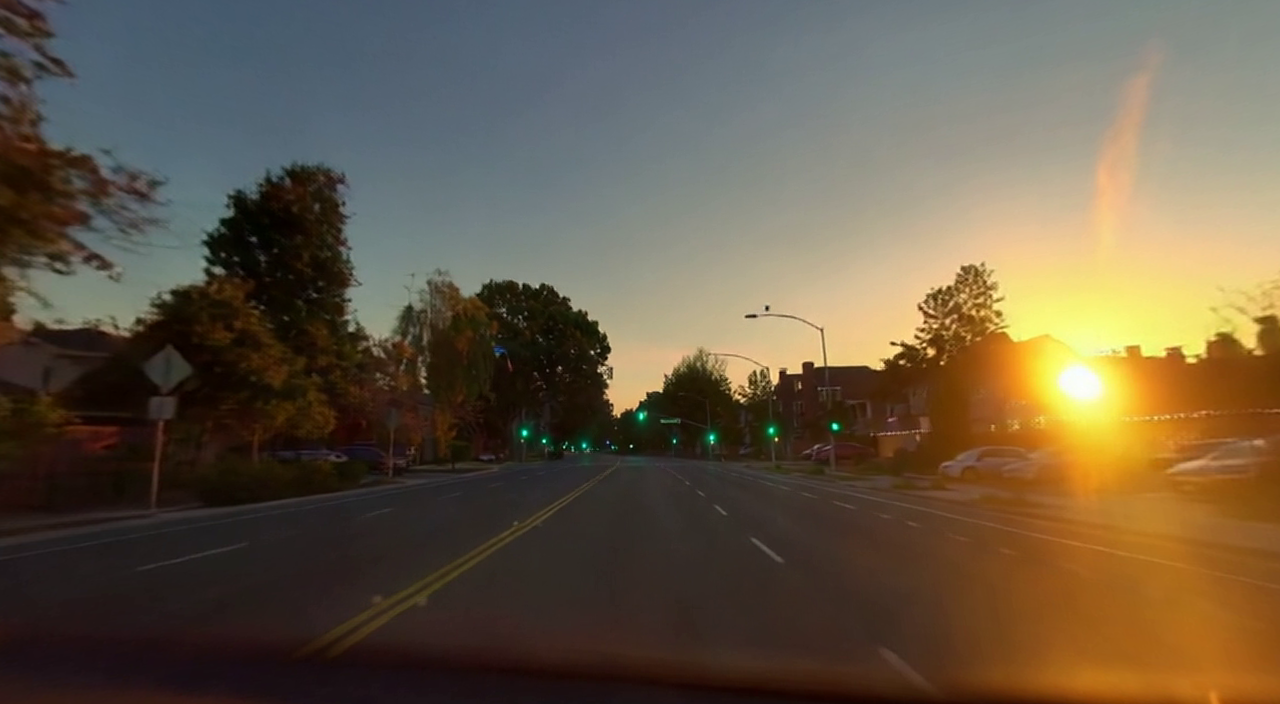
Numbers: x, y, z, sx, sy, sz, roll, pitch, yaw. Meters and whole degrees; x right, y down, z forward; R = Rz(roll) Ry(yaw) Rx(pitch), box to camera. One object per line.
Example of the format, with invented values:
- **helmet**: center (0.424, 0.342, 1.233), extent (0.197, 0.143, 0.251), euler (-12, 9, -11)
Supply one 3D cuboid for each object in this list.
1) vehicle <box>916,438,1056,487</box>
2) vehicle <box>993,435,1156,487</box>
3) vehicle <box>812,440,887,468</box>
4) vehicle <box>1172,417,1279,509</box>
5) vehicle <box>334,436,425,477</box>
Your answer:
- **vehicle**: center (14.005, 4.466, 25.776), extent (4.466, 1.578, 1.968), euler (-4, -7, -1)
- **vehicle**: center (15.202, 3.808, 22.311), extent (4.234, 1.491, 1.940), euler (-4, -7, 0)
- **vehicle**: center (15.326, 7.451, 46.375), extent (4.739, 1.667, 1.998), euler (-4, -7, 0)
- **vehicle**: center (14.965, 2.376, 13.755), extent (4.854, 1.803, 2.179), euler (0, -9, -4)
- **vehicle**: center (-15.577, 6.270, 38.301), extent (2.653, 2.232, 6.273), euler (0, -8, 2)
